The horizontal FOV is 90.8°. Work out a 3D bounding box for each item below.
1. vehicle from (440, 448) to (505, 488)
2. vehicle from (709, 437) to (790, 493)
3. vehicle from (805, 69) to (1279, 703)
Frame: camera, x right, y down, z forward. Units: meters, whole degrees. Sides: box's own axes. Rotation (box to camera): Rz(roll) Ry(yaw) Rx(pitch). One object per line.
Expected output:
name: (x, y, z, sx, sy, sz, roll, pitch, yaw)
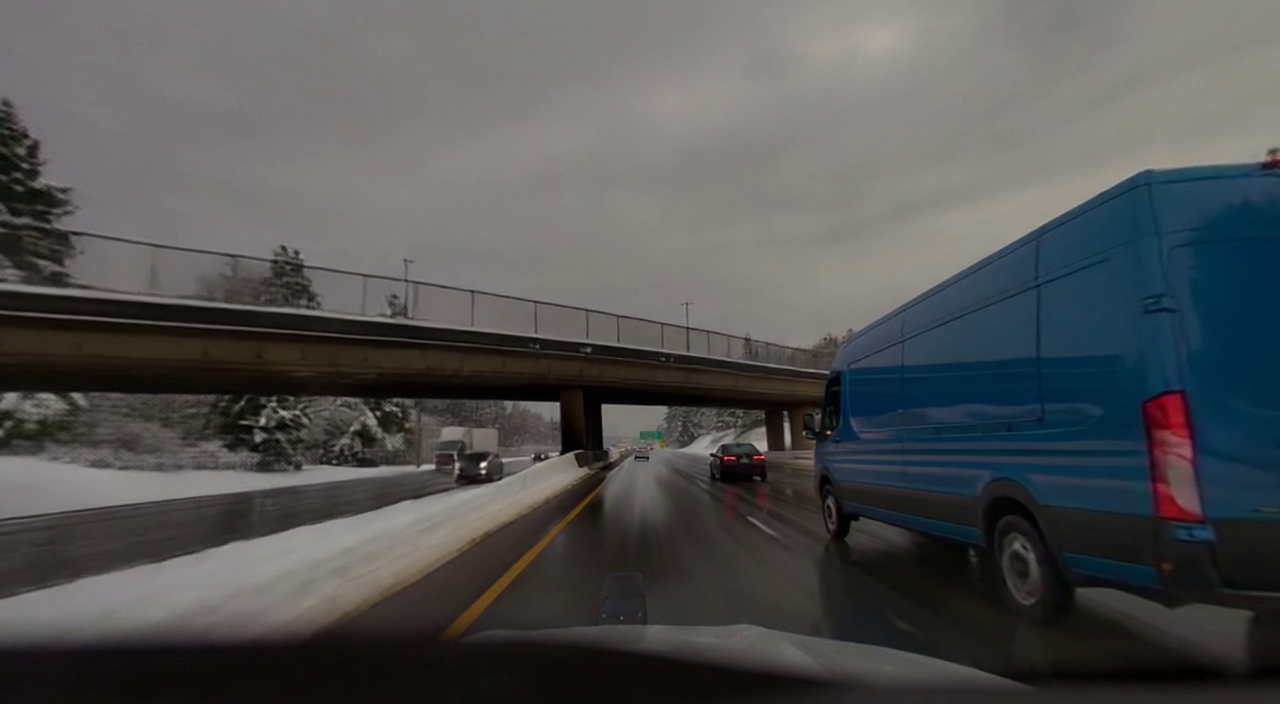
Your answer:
vehicle: (-7.564, 5.270, 28.900, 1.828, 1.681, 3.860, 0, -9, 1)
vehicle: (3.681, 3.898, 22.030, 2.009, 1.731, 4.149, 0, -9, -1)
vehicle: (3.830, 0.730, 6.204, 2.460, 3.155, 6.902, 0, -9, 0)
